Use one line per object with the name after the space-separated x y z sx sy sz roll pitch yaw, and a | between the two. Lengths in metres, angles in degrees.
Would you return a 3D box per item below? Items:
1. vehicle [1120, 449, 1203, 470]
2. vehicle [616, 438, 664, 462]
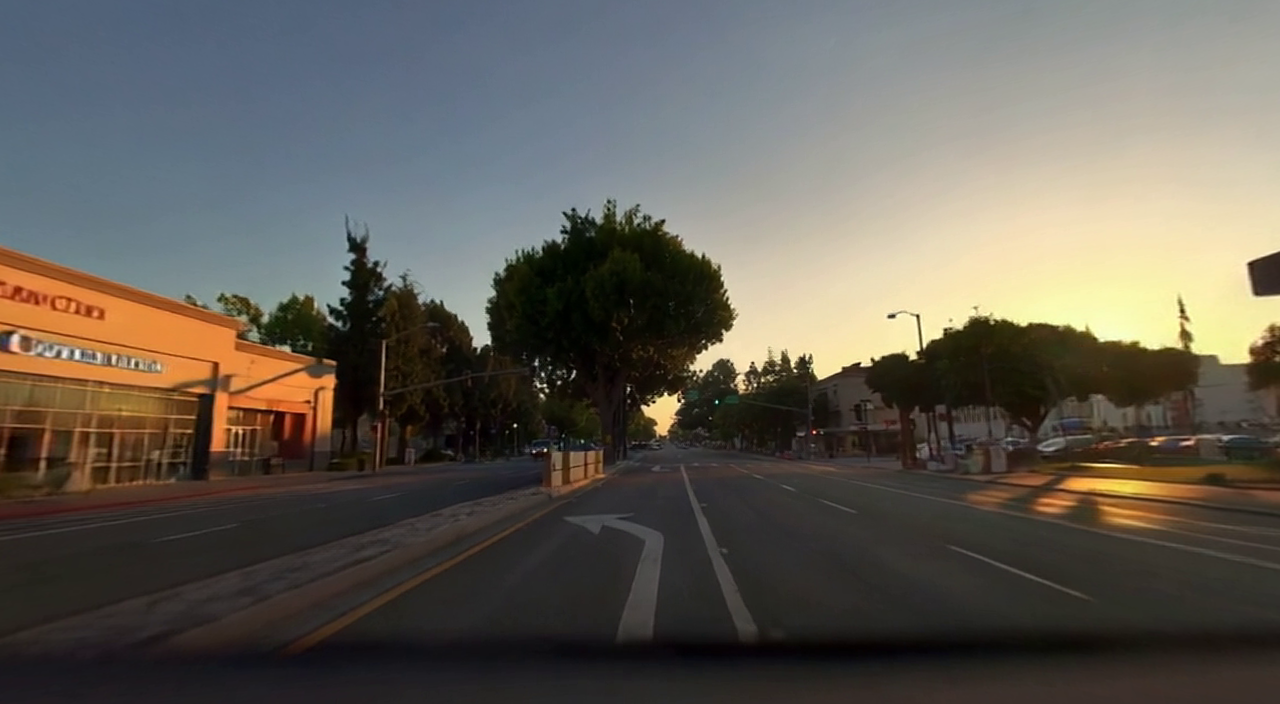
41.071 8.460 49.886 1.790 1.474 4.620 4 -9 -24 | vehicle
-0.033 7.594 48.899 2.010 1.728 4.408 4 -9 -26 | vehicle
